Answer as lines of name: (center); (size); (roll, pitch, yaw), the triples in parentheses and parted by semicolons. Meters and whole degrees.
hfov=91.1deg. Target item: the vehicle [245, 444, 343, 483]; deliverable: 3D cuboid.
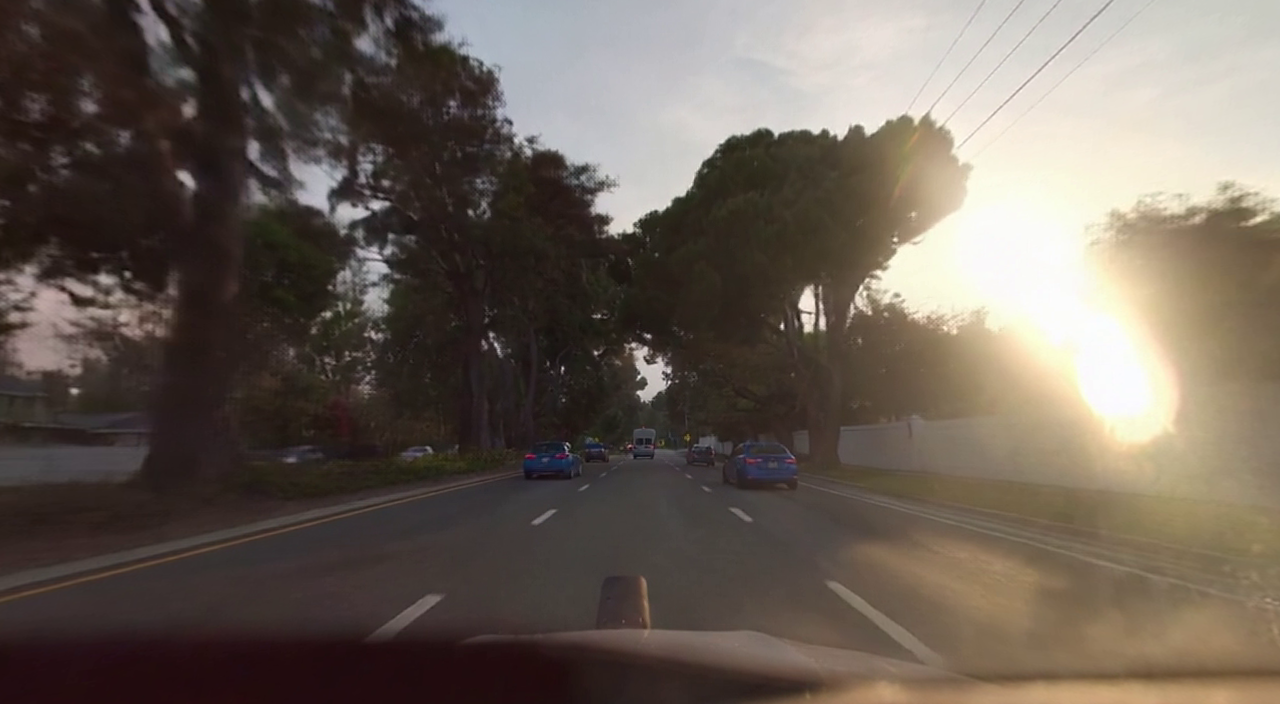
vehicle: (-14.041, 4.498, 25.749); (1.822, 1.461, 3.778); (0, -8, 0)

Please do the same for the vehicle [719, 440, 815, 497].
vehicle: (3.595, 3.382, 18.634); (1.945, 1.469, 4.258); (0, -8, 0)

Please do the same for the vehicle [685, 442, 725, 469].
vehicle: (3.938, 6.320, 38.613); (1.905, 1.520, 4.340); (1, -8, -1)

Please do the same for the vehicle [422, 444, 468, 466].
vehicle: (-13.656, 7.199, 44.146); (1.816, 1.484, 4.356); (0, -8, 0)

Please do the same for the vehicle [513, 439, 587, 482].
vehicle: (-3.313, 4.075, 23.980); (2.036, 1.474, 4.647); (0, -8, 1)

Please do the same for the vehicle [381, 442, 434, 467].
vehicle: (-17.504, 7.741, 47.558); (2.107, 1.796, 5.011); (0, -8, 0)
